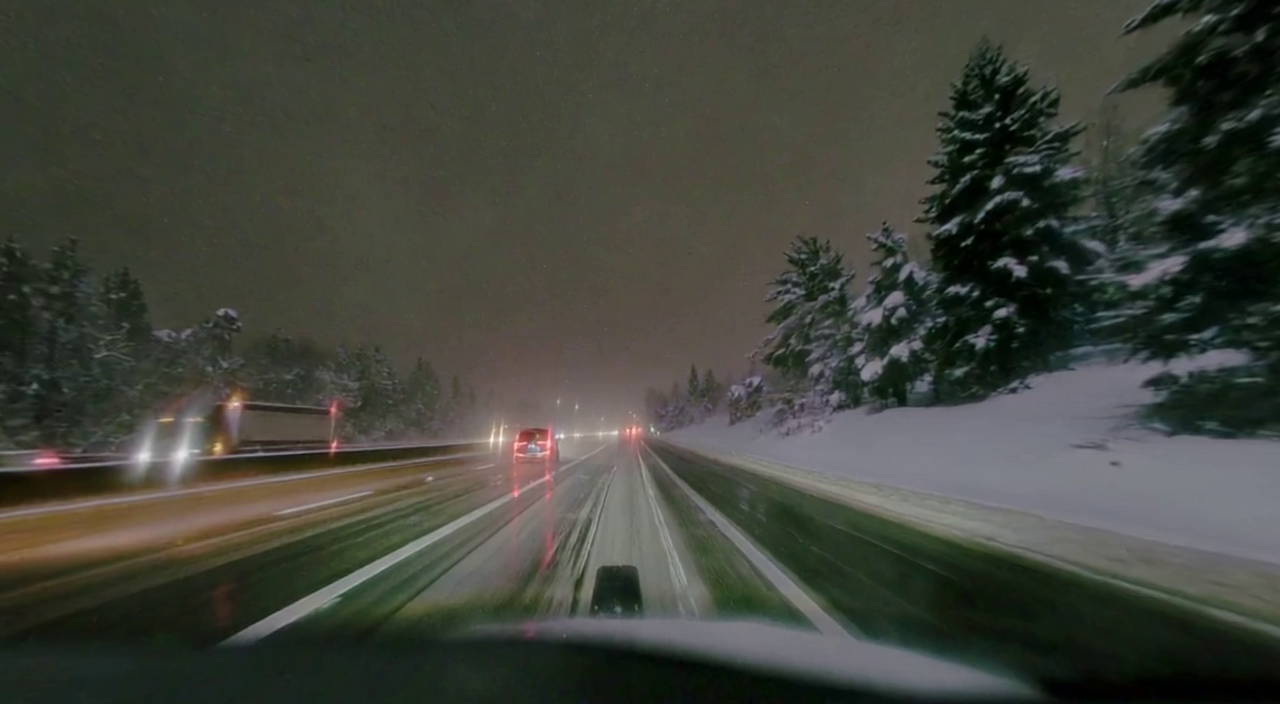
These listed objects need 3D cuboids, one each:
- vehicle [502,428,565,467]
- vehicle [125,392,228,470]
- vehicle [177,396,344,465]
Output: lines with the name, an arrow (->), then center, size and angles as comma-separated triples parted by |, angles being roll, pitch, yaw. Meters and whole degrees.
vehicle -> -4.632, 4.217, 27.938 | 2.064, 1.571, 4.225 | 0, -8, 0
vehicle -> -25.411, 4.337, 34.630 | 3.003, 4.031, 3.123 | 1, -7, -1
vehicle -> -25.498, 5.535, 43.794 | 2.904, 3.961, 14.167 | 0, -8, 0
